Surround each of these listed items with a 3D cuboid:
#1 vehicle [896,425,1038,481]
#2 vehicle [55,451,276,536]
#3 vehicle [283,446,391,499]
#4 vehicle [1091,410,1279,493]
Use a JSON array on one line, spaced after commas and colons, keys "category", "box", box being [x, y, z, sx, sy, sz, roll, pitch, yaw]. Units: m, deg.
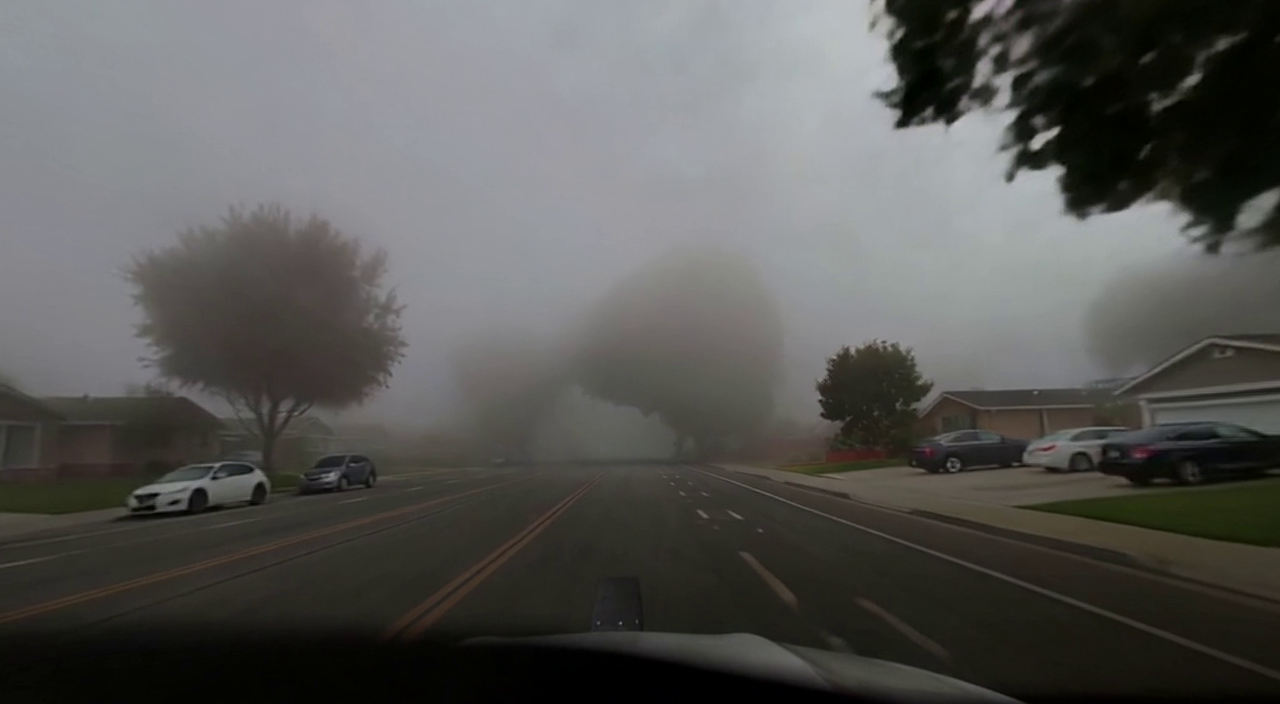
[{"category": "vehicle", "box": [12.263, 3.787, 23.887, 4.194, 1.850, 1.951, -2, -8, -4]}, {"category": "vehicle", "box": [-12.059, 3.545, 16.655, 2.007, 1.663, 5.077, -2, -7, -1]}, {"category": "vehicle", "box": [-12.218, 4.852, 25.882, 2.105, 1.930, 4.541, 0, -9, 0]}, {"category": "vehicle", "box": [14.585, 2.486, 16.112, 4.498, 1.831, 2.059, -2, -8, -1]}]
